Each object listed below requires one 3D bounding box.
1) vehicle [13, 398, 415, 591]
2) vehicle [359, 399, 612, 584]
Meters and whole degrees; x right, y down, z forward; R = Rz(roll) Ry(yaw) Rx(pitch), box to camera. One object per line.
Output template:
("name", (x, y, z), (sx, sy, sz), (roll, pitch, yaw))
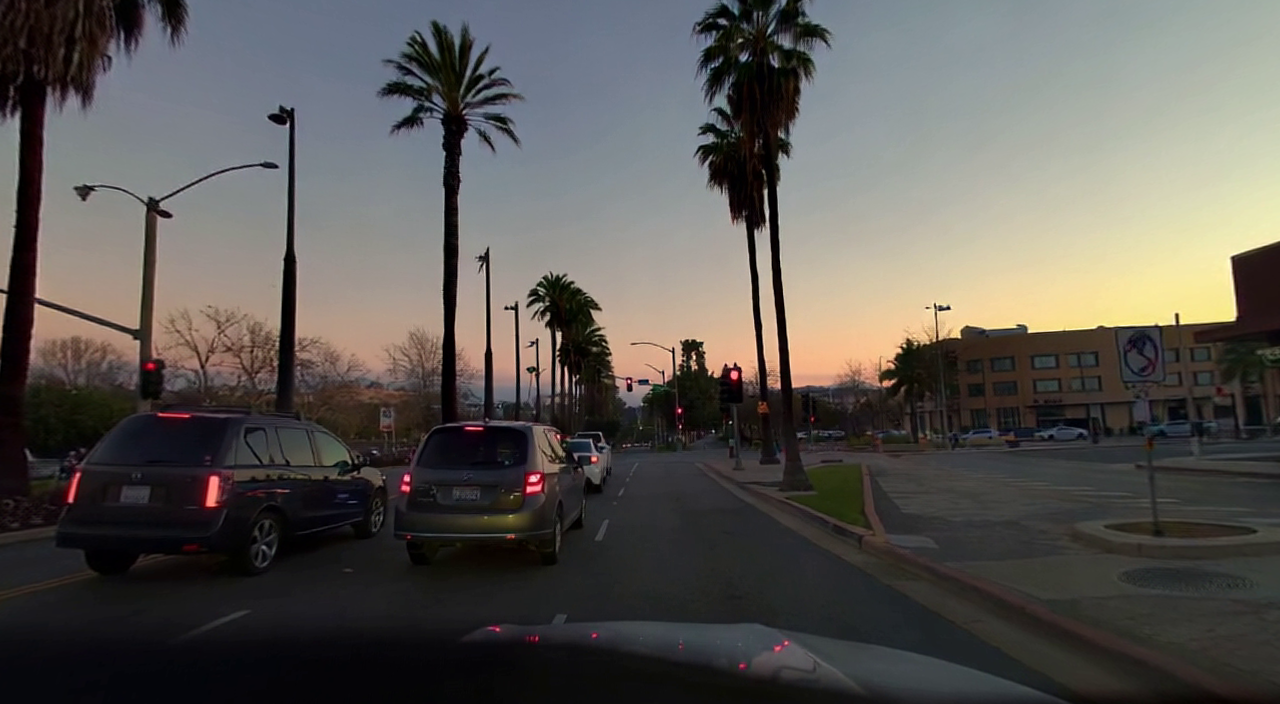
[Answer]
("vehicle", (-5.023, 1.756, 8.625), (2.025, 1.862, 4.804), (0, -9, 1))
("vehicle", (-1.579, 1.665, 8.280), (2.153, 1.759, 4.320), (0, -9, 1))
